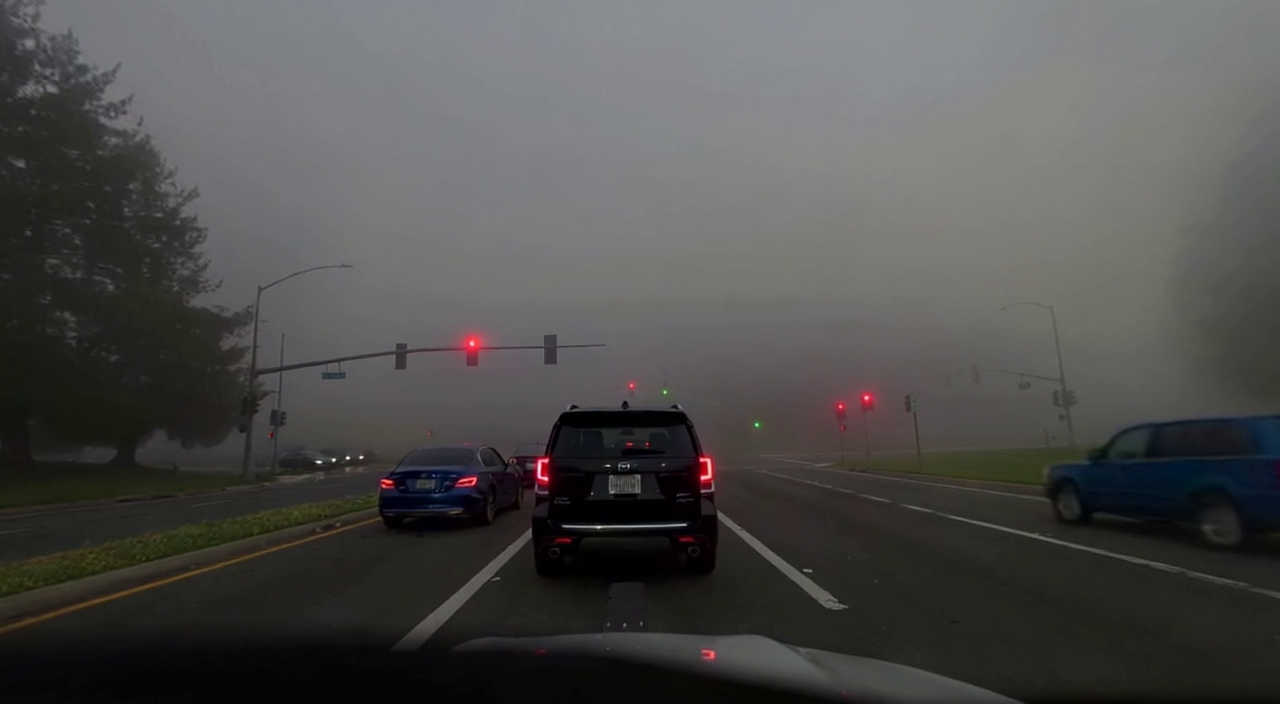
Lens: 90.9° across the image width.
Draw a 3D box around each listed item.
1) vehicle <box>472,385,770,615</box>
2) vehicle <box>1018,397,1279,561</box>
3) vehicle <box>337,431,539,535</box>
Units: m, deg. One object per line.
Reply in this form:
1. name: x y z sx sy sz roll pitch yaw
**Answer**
1. vehicle: -0.157 1.450 7.050 2.298 1.770 4.138 0 -8 0
2. vehicle: 7.981 1.696 9.050 2.166 1.761 4.692 0 -8 0
3. vehicle: -3.367 2.293 11.837 2.061 1.504 5.142 0 -8 0
